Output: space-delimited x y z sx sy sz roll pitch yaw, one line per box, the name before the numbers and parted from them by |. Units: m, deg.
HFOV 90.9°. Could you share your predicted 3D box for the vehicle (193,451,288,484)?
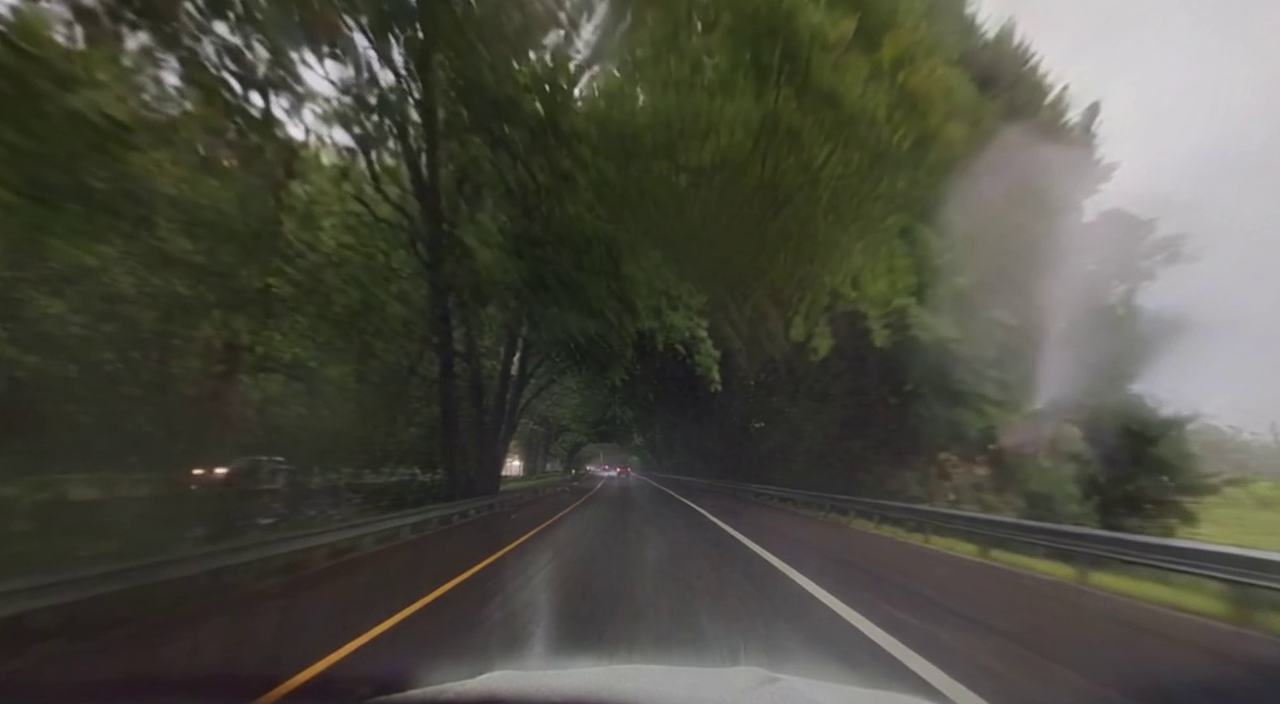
vehicle | -21.031 6.129 33.427 1.989 1.626 4.677 1 -10 -1
